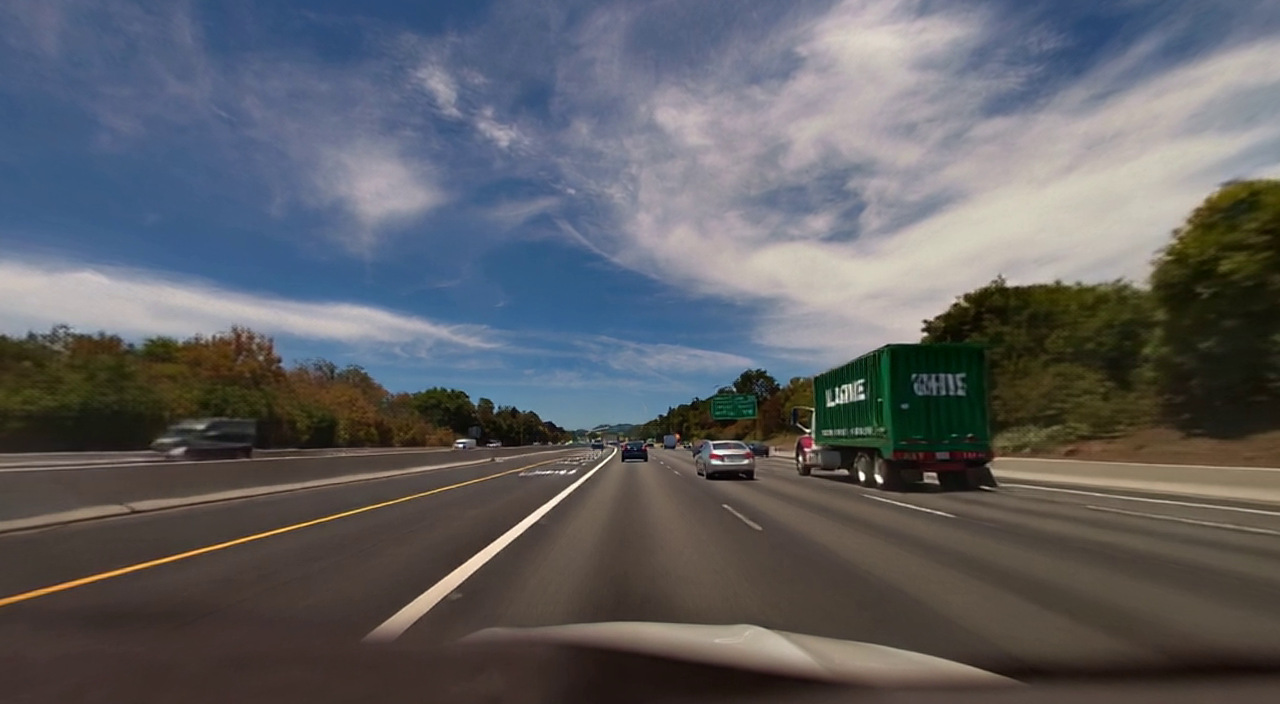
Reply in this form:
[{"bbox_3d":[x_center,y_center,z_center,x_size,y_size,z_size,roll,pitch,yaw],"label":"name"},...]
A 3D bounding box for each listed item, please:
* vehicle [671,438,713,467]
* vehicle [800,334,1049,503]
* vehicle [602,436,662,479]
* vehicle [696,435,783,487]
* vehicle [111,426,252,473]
[{"bbox_3d":[2.845,5.578,35.205,1.856,1.517,4.198,0,-9,-2],"label":"vehicle"},{"bbox_3d":[7.261,2.055,18.068,2.799,3.655,8.627,0,-9,-2],"label":"vehicle"},{"bbox_3d":[-0.315,4.010,24.274,2.098,1.475,3.997,0,-9,-1],"label":"vehicle"},{"bbox_3d":[3.152,3.576,21.081,1.993,1.504,4.781,0,-9,-2],"label":"vehicle"},{"bbox_3d":[-21.634,4.669,30.277,2.313,2.001,5.954,0,-8,-1],"label":"vehicle"}]
